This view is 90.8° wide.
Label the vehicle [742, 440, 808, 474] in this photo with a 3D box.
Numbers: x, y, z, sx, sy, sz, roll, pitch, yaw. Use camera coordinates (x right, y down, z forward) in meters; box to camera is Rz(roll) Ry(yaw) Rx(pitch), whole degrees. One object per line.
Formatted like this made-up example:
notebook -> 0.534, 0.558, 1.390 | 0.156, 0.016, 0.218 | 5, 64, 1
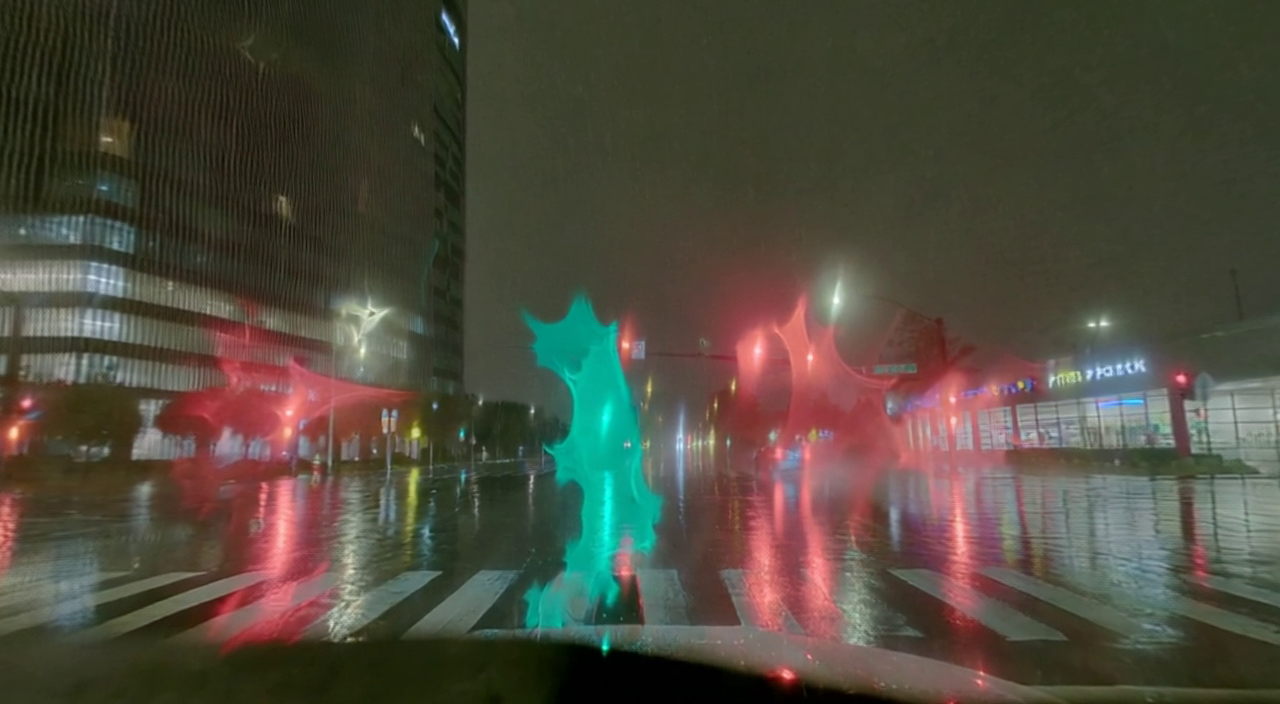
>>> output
vehicle -> 6.290, 4.955, 29.940 | 1.988, 1.466, 4.529 | 0, -8, -2
